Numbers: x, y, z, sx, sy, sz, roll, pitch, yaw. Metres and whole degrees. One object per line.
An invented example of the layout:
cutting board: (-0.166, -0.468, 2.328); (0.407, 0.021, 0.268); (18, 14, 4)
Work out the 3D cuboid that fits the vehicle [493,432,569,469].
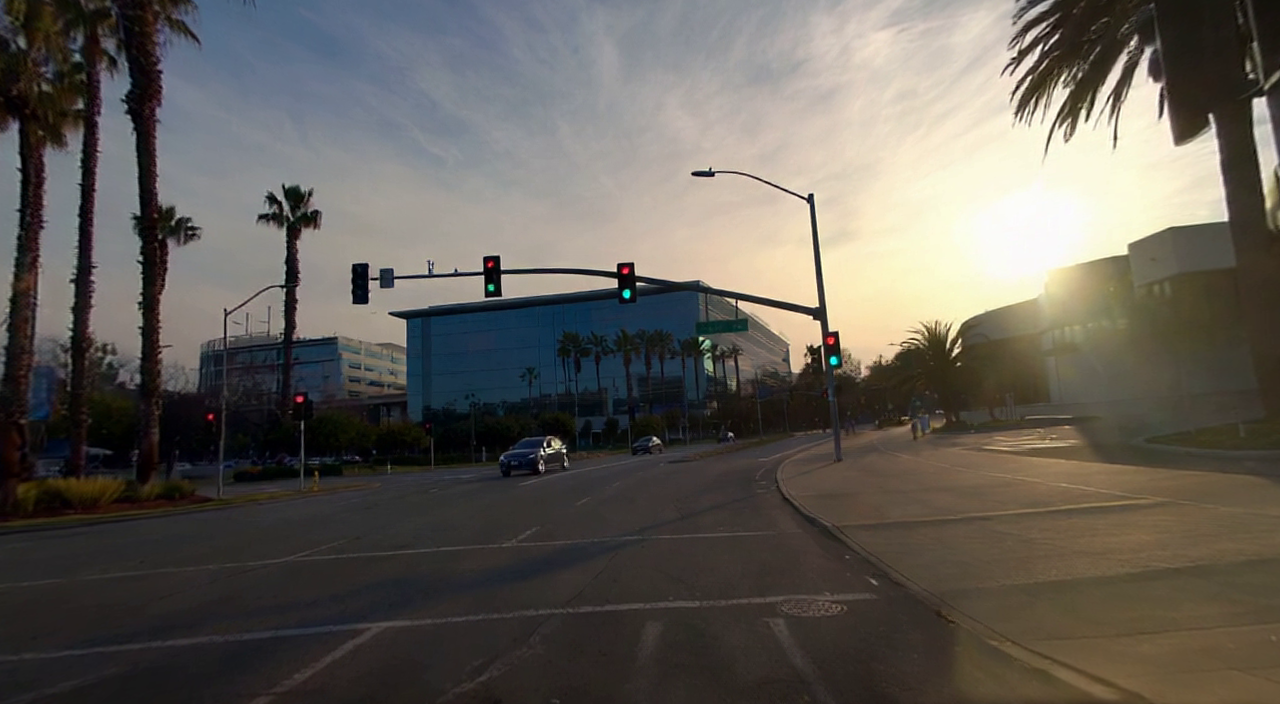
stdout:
vehicle: (-5.684, 5.235, 33.642); (2.181, 1.792, 4.648); (-3, -9, 16)
